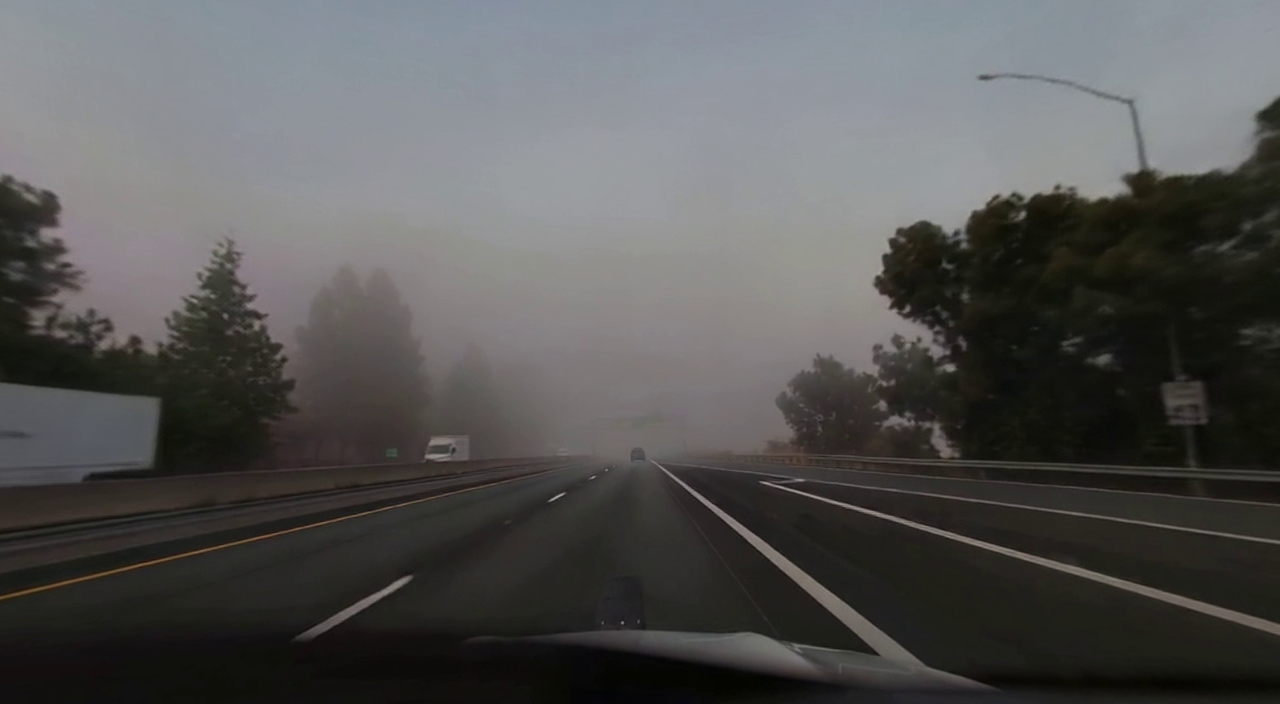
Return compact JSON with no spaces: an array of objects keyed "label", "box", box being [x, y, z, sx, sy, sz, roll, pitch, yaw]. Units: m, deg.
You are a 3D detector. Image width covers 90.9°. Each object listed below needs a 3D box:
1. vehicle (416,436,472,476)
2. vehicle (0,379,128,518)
[{"label":"vehicle","box":[-14.378,7.651,46.665,2.285,2.710,6.085,0,-9,-1]},{"label":"vehicle","box":[-18.101,2.410,15.731,2.824,3.571,9.191,0,-9,0]}]
